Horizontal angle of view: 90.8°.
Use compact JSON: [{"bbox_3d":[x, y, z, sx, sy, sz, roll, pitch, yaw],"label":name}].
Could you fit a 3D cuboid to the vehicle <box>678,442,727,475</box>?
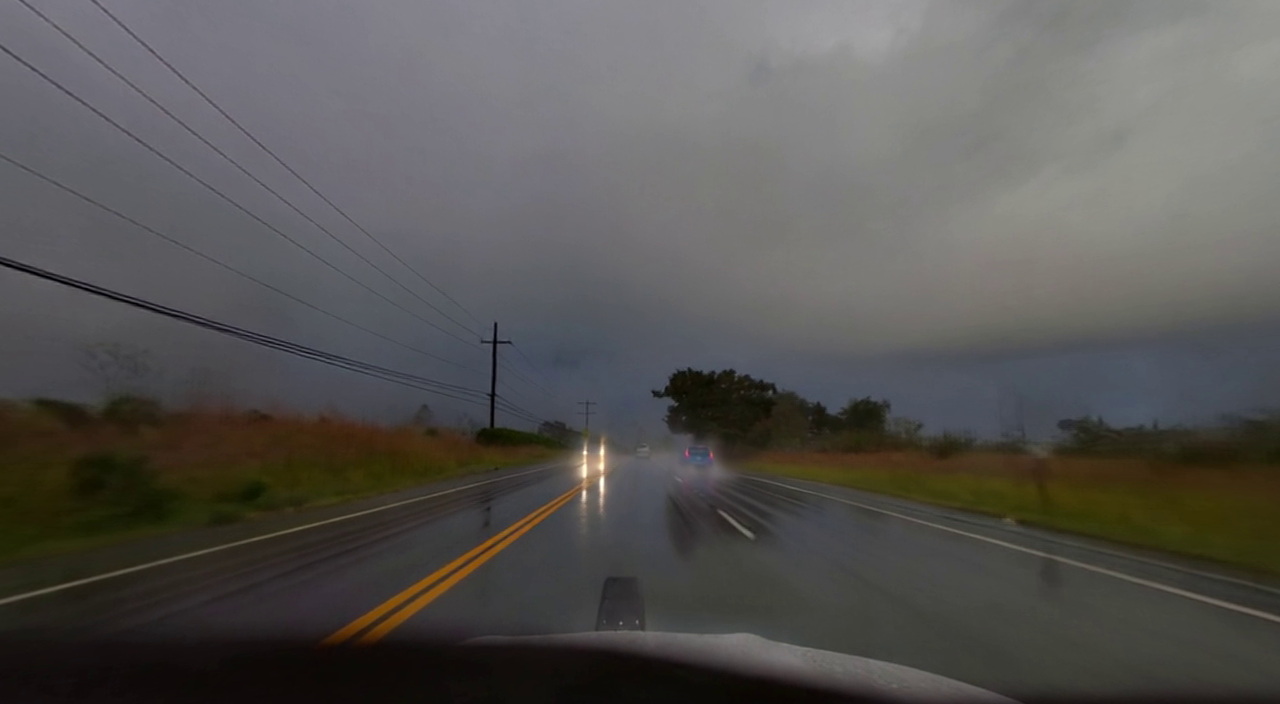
[{"bbox_3d":[3.330,5.756,34.382,2.135,1.692,4.185,0,-9,-1],"label":"vehicle"}]
